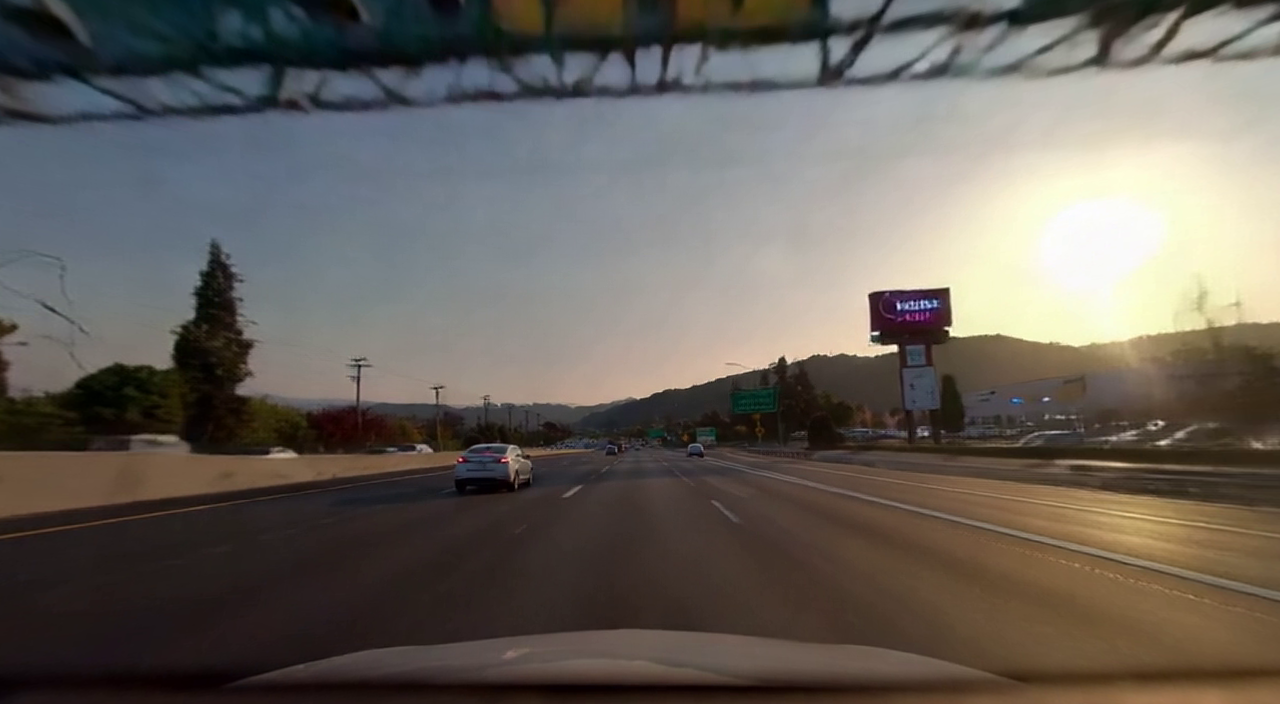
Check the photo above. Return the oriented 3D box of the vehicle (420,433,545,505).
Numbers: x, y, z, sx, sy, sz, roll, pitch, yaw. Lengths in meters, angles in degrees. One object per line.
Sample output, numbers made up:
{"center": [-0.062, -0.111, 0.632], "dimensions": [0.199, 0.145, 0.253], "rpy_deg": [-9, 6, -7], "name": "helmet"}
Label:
{"center": [-3.670, 2.786, 15.561], "dimensions": [1.939, 1.508, 4.272], "rpy_deg": [0, -8, 0], "name": "vehicle"}
